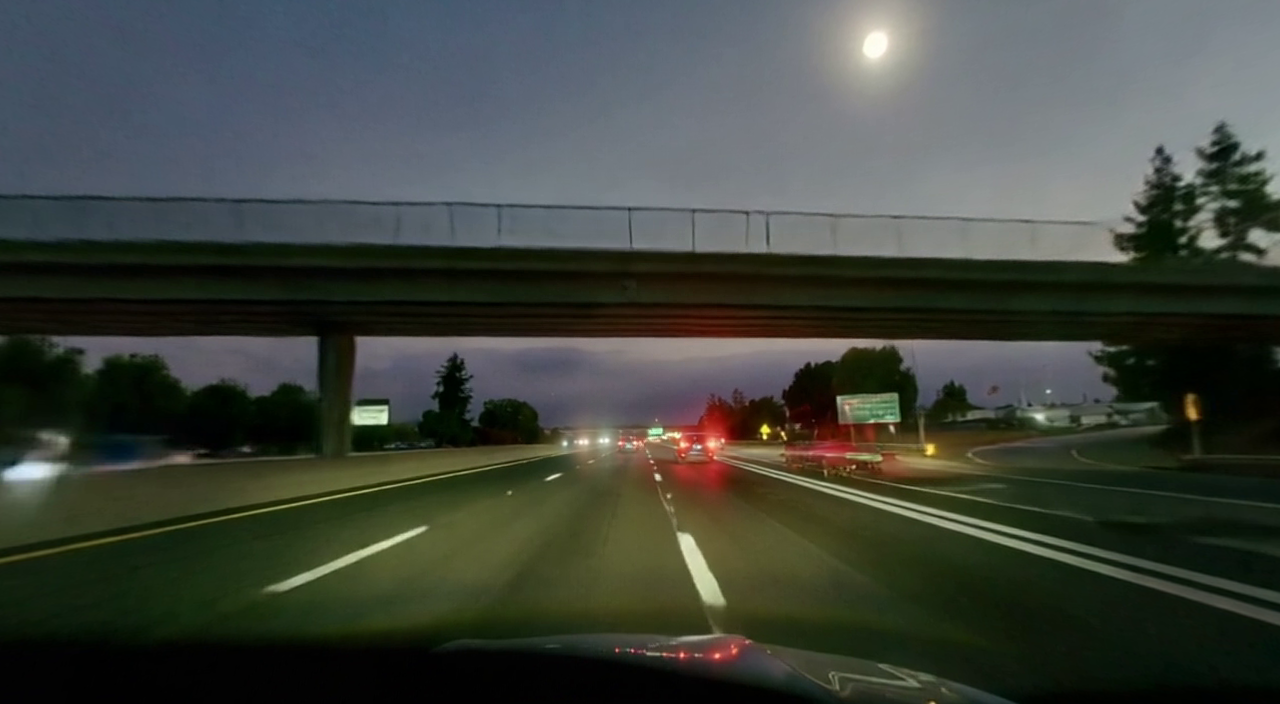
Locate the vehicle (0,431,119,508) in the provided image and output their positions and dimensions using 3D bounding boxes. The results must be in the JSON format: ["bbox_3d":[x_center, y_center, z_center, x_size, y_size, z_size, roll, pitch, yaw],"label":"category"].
[{"bbox_3d":[-13.420,2.371,12.934,1.861,1.490,4.157,0,-8,0],"label":"vehicle"}]

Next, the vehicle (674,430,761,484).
[{"bbox_3d":[2.523,3.585,21.982,2.240,1.646,4.949,1,-8,-2],"label":"vehicle"}]
